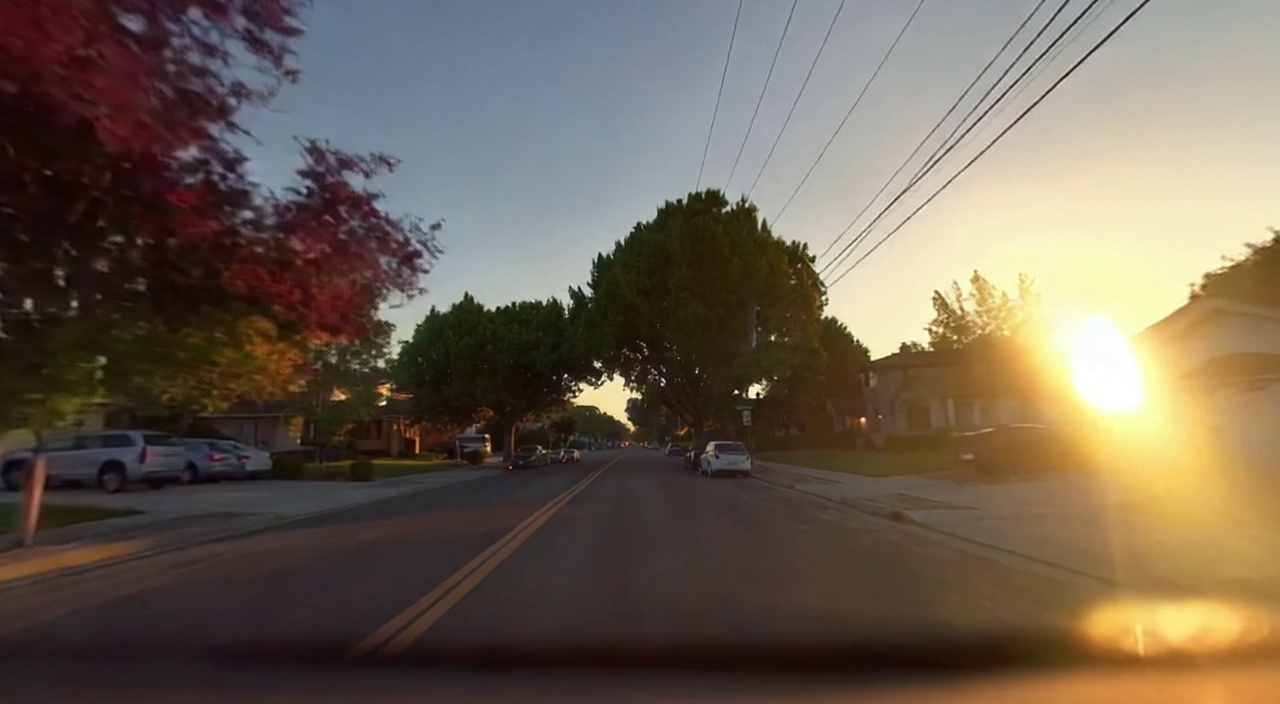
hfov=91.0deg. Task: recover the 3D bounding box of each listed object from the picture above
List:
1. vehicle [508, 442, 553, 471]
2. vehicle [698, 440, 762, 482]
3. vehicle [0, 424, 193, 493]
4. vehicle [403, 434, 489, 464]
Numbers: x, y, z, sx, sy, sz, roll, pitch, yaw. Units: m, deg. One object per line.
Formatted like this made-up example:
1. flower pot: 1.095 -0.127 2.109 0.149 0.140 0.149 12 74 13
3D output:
1. vehicle: -6.614 6.349 38.543 1.985 1.497 4.655 -2 -8 -1
2. vehicle: 3.643 4.486 26.282 1.917 1.569 4.460 0 -8 -1
3. vehicle: -15.513 2.970 17.699 4.320 1.767 1.951 0 -8 0
4. vehicle: -14.448 7.236 47.109 5.681 2.094 2.344 -1 -8 2
